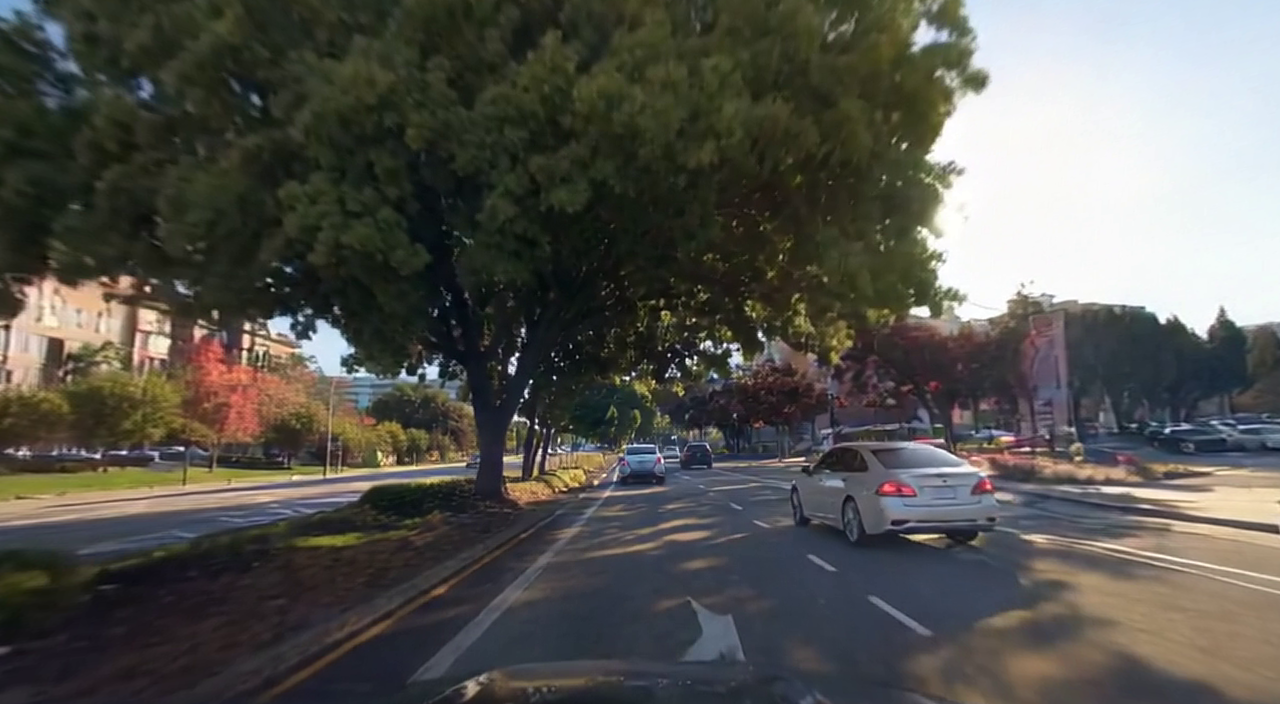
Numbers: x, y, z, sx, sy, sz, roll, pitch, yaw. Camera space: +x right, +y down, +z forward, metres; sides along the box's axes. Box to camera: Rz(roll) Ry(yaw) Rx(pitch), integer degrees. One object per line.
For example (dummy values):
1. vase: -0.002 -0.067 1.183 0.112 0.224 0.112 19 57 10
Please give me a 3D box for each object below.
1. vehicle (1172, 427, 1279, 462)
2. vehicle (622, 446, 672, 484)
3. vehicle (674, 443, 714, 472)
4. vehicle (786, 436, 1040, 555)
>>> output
1. vehicle: 27.519 4.265 29.126 1.963 1.480 4.661 0 -8 1
2. vehicle: 0.303 4.873 27.646 2.034 1.500 3.966 0 -8 0
3. vehicle: 3.507 6.936 41.740 2.107 1.773 4.557 0 -8 -2
4. vehicle: 3.966 2.142 10.219 2.049 1.473 4.425 0 -8 -1
